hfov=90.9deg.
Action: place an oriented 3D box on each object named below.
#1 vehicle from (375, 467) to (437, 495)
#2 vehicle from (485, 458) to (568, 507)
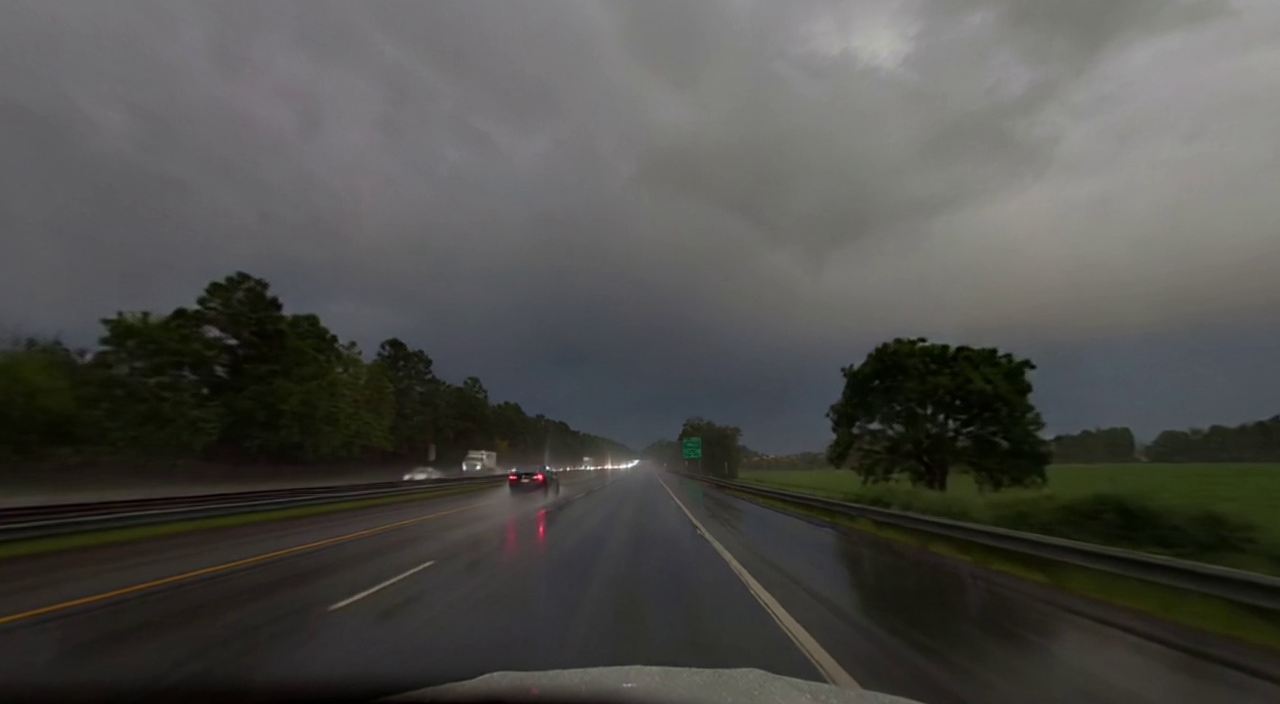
[{"bbox_3d":[-12.984,7.185,35.244,1.789,1.404,4.089,0,-10,1],"label":"vehicle"},{"bbox_3d":[-3.841,4.541,22.143,2.043,1.486,4.442,0,-10,1],"label":"vehicle"}]
